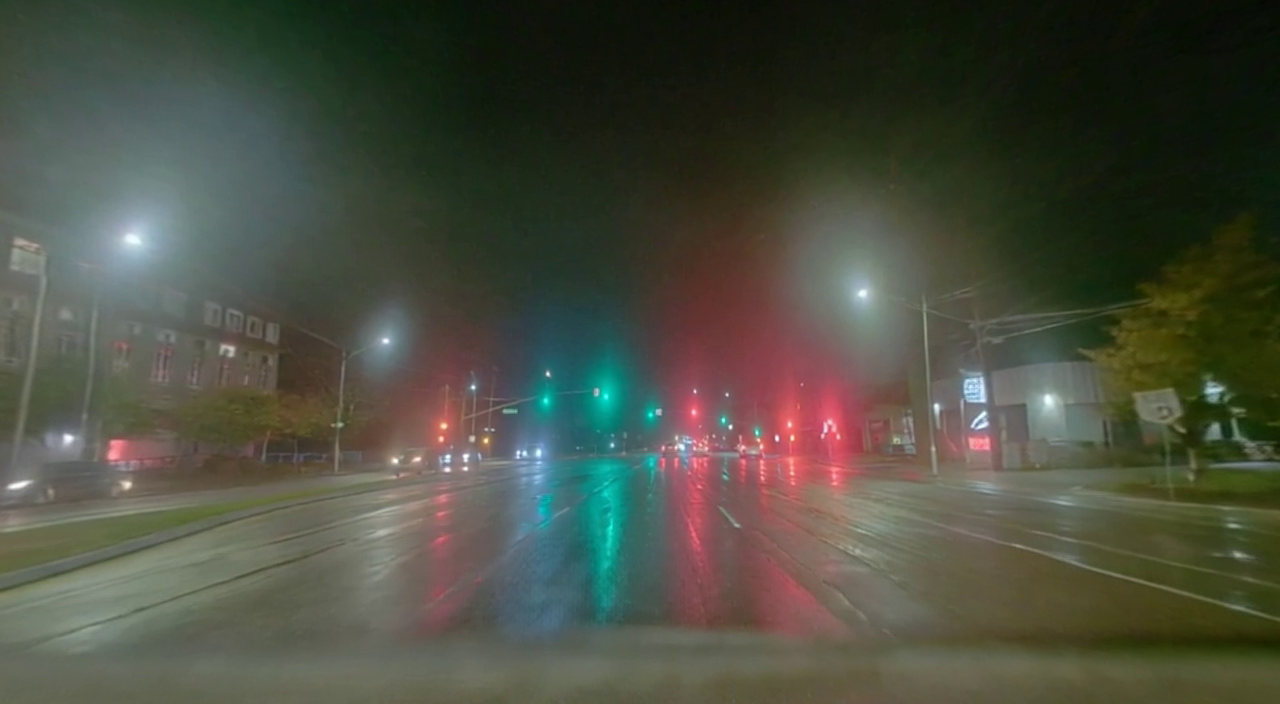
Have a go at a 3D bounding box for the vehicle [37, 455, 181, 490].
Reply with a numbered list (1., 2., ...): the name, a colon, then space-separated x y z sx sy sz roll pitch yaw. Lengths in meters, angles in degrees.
1. vehicle: -23.674 5.376 28.254 4.606 1.458 1.837 1 -8 -5

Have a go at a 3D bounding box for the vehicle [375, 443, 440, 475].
1. vehicle: -13.366 6.165 36.539 1.940 1.690 4.447 0 -8 2
